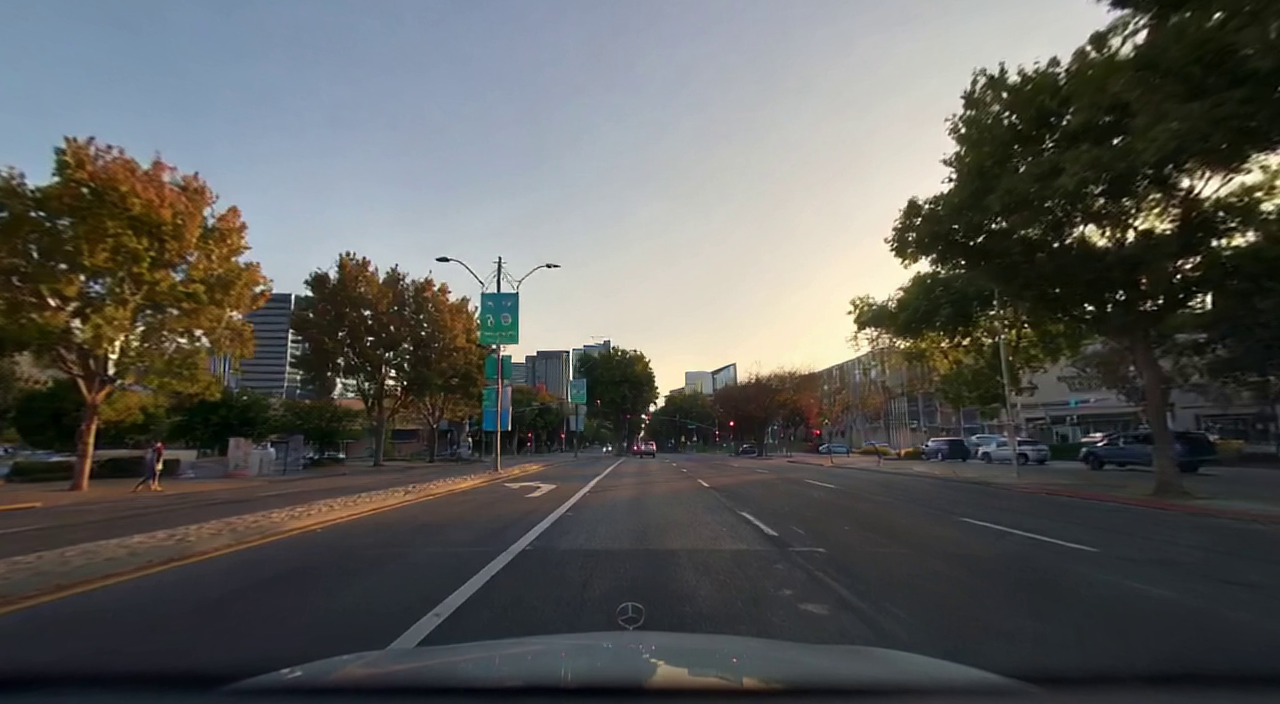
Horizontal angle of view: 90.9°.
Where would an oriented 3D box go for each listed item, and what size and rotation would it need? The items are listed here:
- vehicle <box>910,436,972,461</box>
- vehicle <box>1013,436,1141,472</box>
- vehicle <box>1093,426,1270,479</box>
[{"bbox_3d":[19.281,6.219,40.568,1.842,1.495,4.474,0,-8,1],"label":"vehicle"},{"bbox_3d":[19.036,4.468,27.710,4.348,1.448,1.976,-6,-10,29],"label":"vehicle"},{"bbox_3d":[18.593,3.476,21.989,4.390,1.630,2.131,-6,-10,36],"label":"vehicle"}]
